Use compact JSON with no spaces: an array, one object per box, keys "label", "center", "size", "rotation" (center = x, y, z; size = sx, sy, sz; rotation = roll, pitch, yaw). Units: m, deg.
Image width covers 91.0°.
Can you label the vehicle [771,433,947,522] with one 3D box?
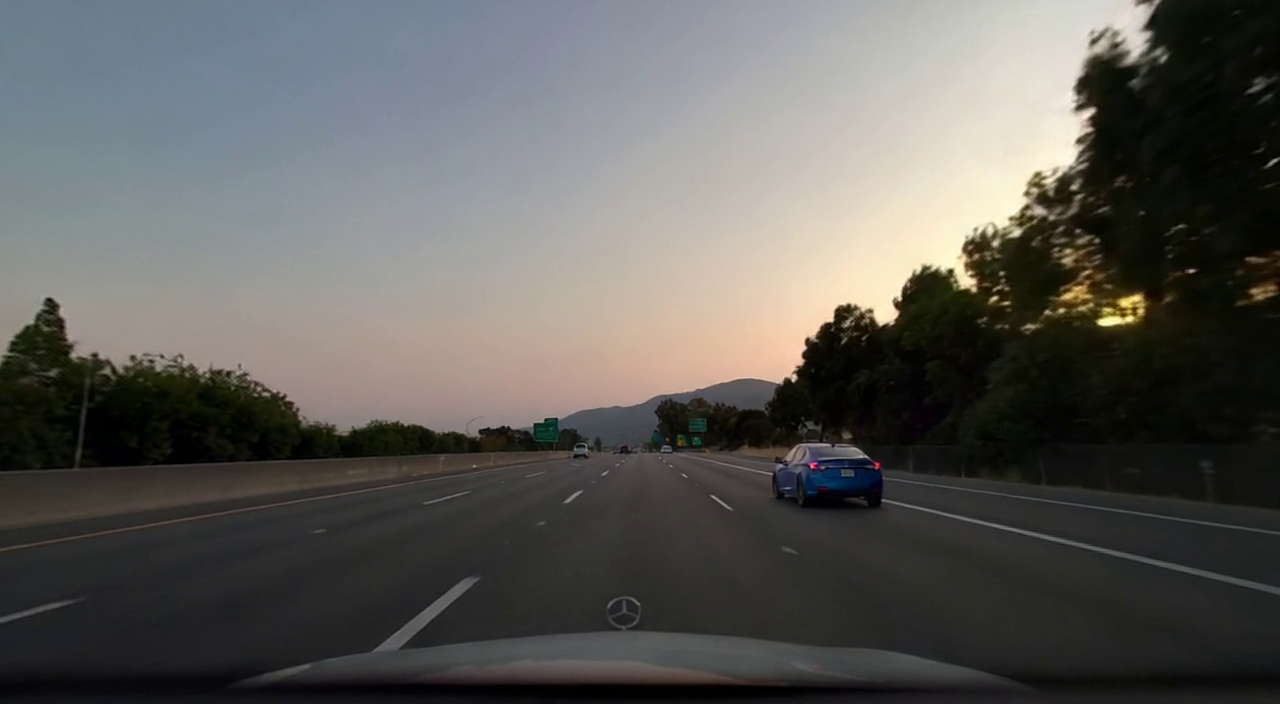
[{"label":"vehicle","center":[4.202,2.481,12.999],"size":[2.033,1.501,4.398],"rotation":[0,-9,0]}]
